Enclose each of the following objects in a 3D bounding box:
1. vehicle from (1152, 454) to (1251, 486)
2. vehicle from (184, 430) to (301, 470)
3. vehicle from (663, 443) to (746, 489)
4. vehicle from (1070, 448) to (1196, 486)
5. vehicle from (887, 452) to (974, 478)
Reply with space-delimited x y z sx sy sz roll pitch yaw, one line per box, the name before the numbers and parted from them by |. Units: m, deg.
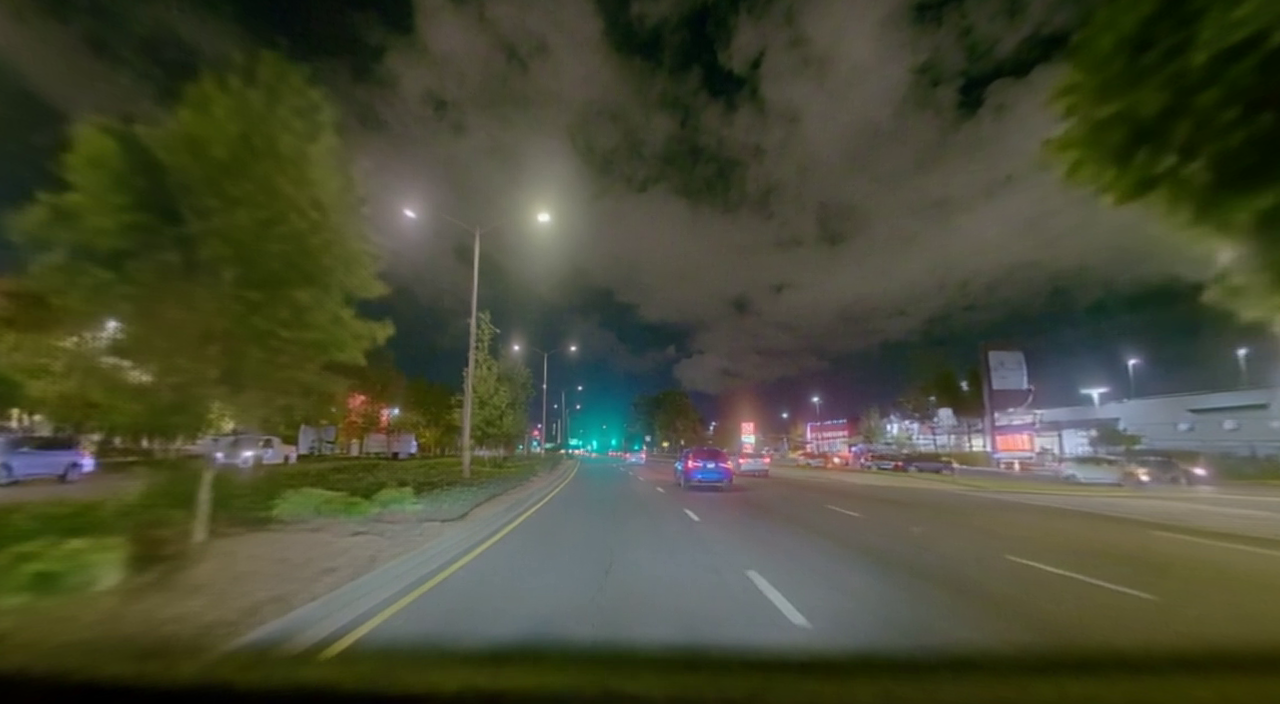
vehicle | 33.862 7.078 37.974 4.858 1.806 2.124 3 -9 -17
vehicle | -23.258 5.796 37.297 2.593 2.075 6.841 1 -9 -2
vehicle | 2.142 3.971 22.279 2.256 1.451 4.313 1 -8 -4
vehicle | 21.481 5.009 27.476 4.424 1.531 2.008 3 -9 -16
vehicle | 18.004 6.988 39.085 4.646 1.479 2.070 3 -9 -17
